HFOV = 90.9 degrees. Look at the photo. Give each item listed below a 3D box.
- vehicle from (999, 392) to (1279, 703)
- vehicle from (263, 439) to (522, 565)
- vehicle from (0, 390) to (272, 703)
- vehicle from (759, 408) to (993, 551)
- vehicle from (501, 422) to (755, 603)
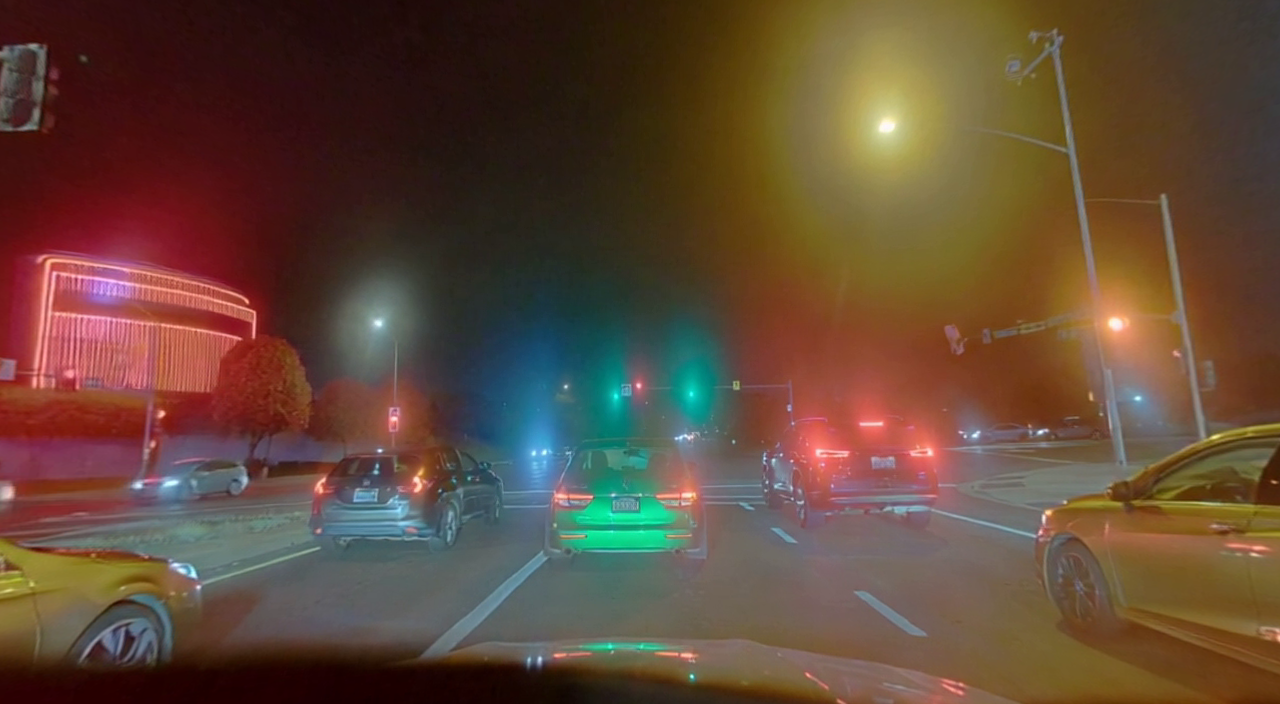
[{"bbox_3d":[3.935,0.975,3.123,1.800,1.519,4.198,0,-8,0],"label":"vehicle"},{"bbox_3d":[-3.299,2.076,9.561,1.995,1.436,4.373,-1,-8,3],"label":"vehicle"},{"bbox_3d":[-3.477,0.851,1.870,2.016,1.547,4.414,0,-8,1],"label":"vehicle"},{"bbox_3d":[3.306,1.879,9.914,1.992,1.744,4.183,0,-8,-1],"label":"vehicle"},{"bbox_3d":[-0.122,1.664,7.459,2.140,1.499,4.119,0,-8,-1],"label":"vehicle"}]
